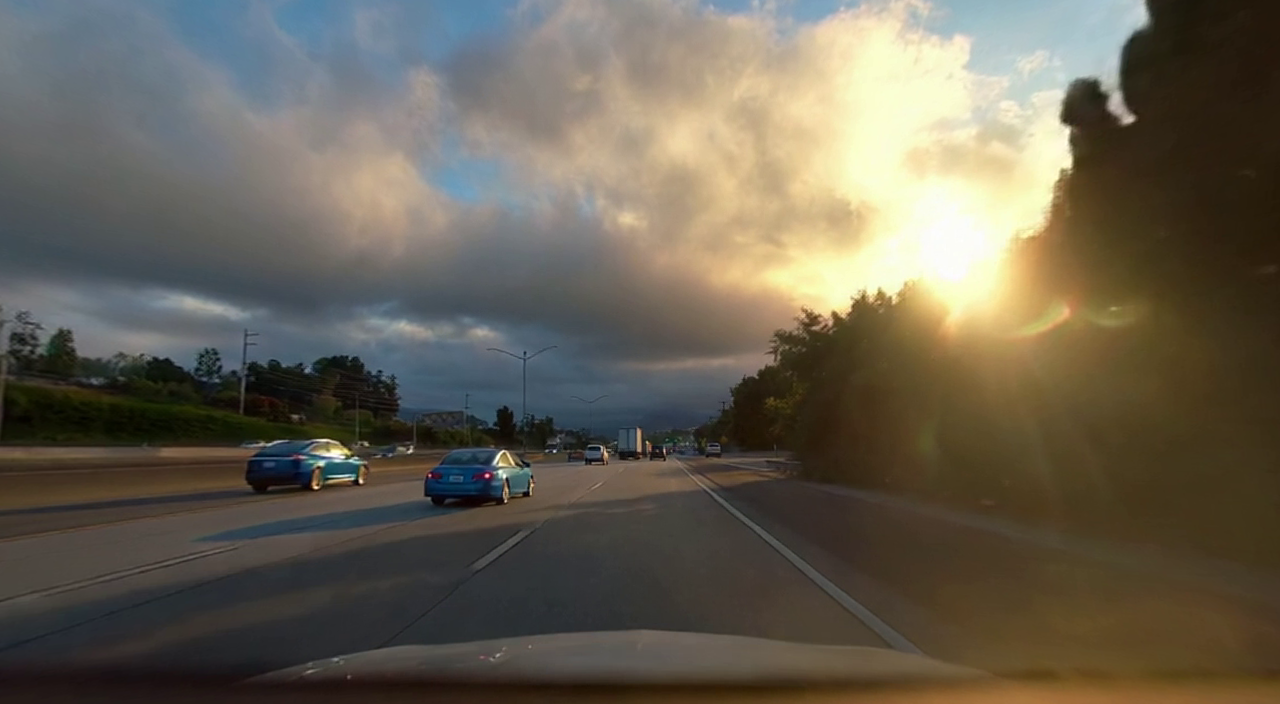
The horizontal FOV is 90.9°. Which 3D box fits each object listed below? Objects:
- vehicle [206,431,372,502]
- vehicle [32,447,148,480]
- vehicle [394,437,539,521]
[{"bbox_3d":[-10.328,3.388,19.175,2.044,1.810,5.016,-1,-8,2],"label":"vehicle"},{"bbox_3d":[-28.222,5.698,32.571,1.876,1.564,4.457,-1,-8,1],"label":"vehicle"},{"bbox_3d":[-3.498,2.603,13.481,1.953,1.511,3.704,-1,-8,1],"label":"vehicle"}]
